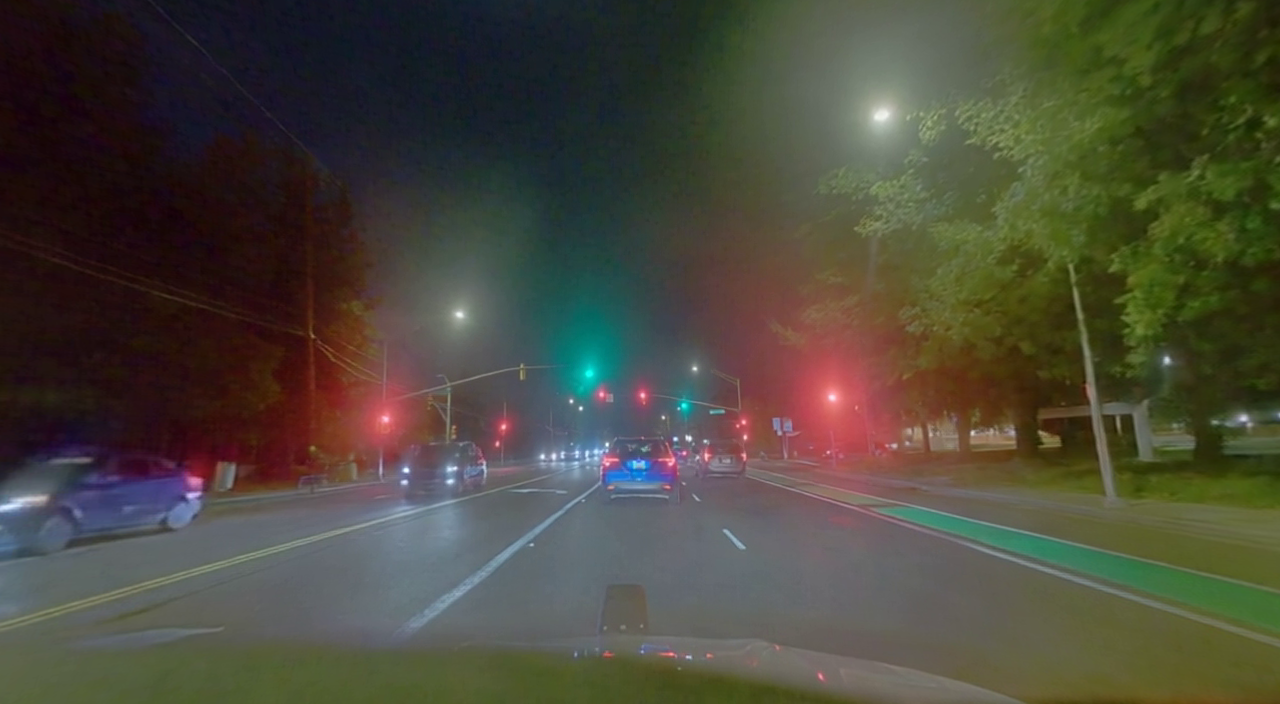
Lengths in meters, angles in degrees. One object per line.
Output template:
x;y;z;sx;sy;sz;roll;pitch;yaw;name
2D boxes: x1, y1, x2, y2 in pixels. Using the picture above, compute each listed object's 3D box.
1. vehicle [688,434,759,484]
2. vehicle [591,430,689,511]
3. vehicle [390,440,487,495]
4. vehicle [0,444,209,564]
3.239;4.285;25.452;2.189;1.815;4.495;0;-8;0;vehicle
-0.003;2.851;15.626;2.109;1.730;3.963;0;-8;0;vehicle
-6.979;4.030;22.330;2.005;1.729;4.293;0;-8;0;vehicle
-9.929;2.424;10.763;1.886;1.666;4.575;0;-8;-1;vehicle
